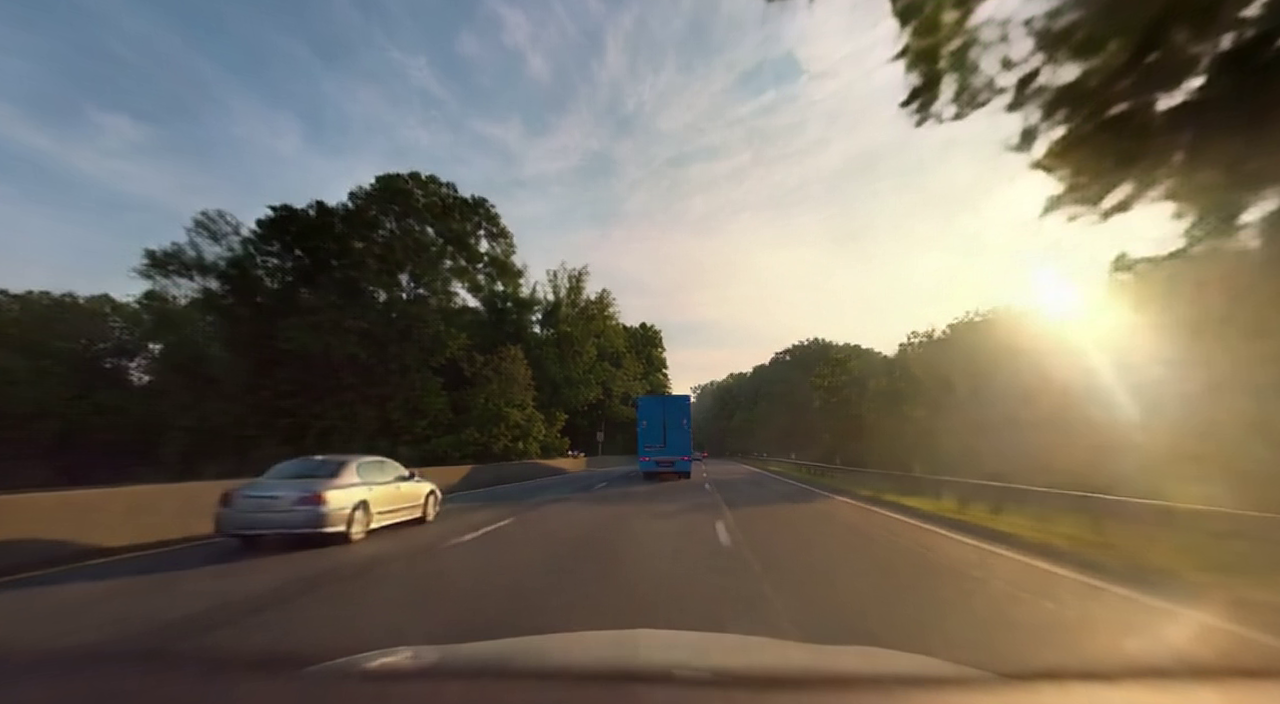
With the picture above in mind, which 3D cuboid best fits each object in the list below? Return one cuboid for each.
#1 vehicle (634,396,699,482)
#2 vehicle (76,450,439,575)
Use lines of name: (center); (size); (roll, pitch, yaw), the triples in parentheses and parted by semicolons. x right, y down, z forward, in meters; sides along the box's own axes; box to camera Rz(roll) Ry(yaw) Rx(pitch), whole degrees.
vehicle: (1.587, 4.628, 33.056); (2.821, 3.878, 8.925); (-1, -9, 6)
vehicle: (-5.080, 2.167, 9.508); (2.133, 1.358, 4.870); (-1, -9, 5)
